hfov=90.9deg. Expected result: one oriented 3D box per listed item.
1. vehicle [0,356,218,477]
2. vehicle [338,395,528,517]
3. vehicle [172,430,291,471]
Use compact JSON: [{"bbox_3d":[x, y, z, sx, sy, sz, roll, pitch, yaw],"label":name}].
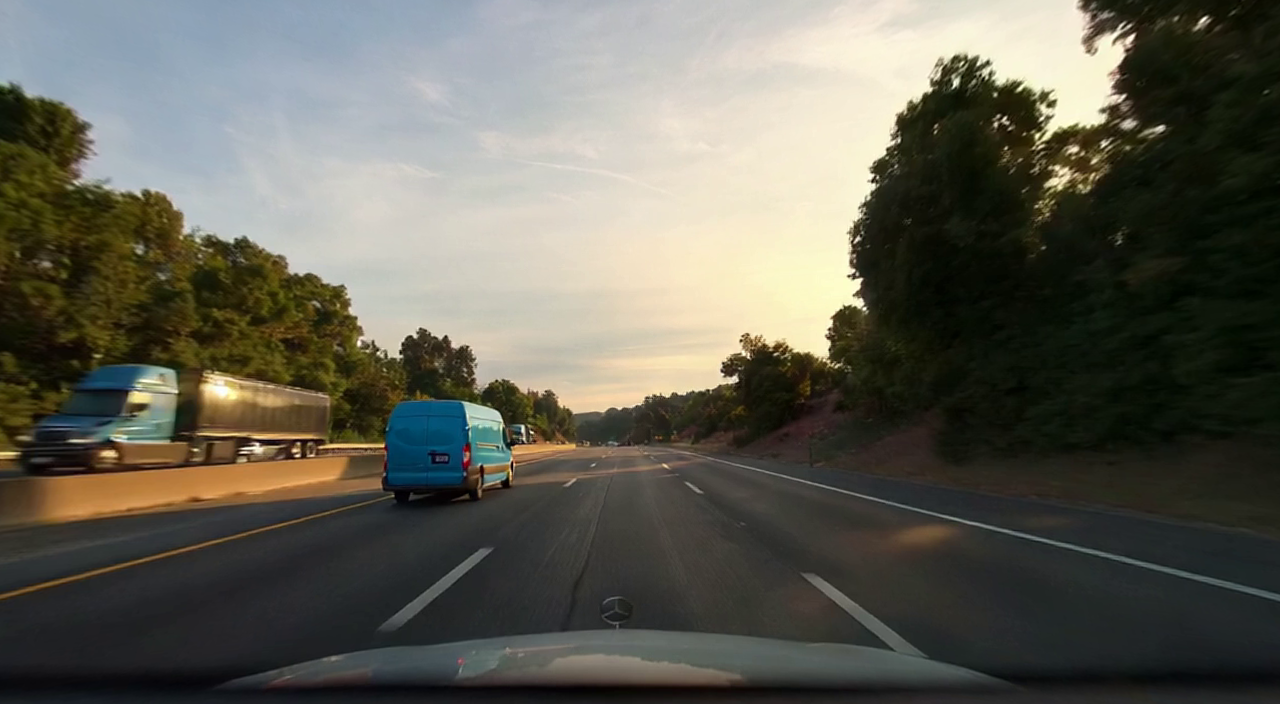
[{"bbox_3d":[-19.611,2.514,23.895,2.967,4.021,5.937,0,-8,-1],"label":"vehicle"},{"bbox_3d":[-3.847,2.038,12.833,2.297,2.011,4.736,0,-8,-1],"label":"vehicle"},{"bbox_3d":[-15.982,3.875,24.999,1.833,1.463,4.463,0,-8,-2],"label":"vehicle"}]
